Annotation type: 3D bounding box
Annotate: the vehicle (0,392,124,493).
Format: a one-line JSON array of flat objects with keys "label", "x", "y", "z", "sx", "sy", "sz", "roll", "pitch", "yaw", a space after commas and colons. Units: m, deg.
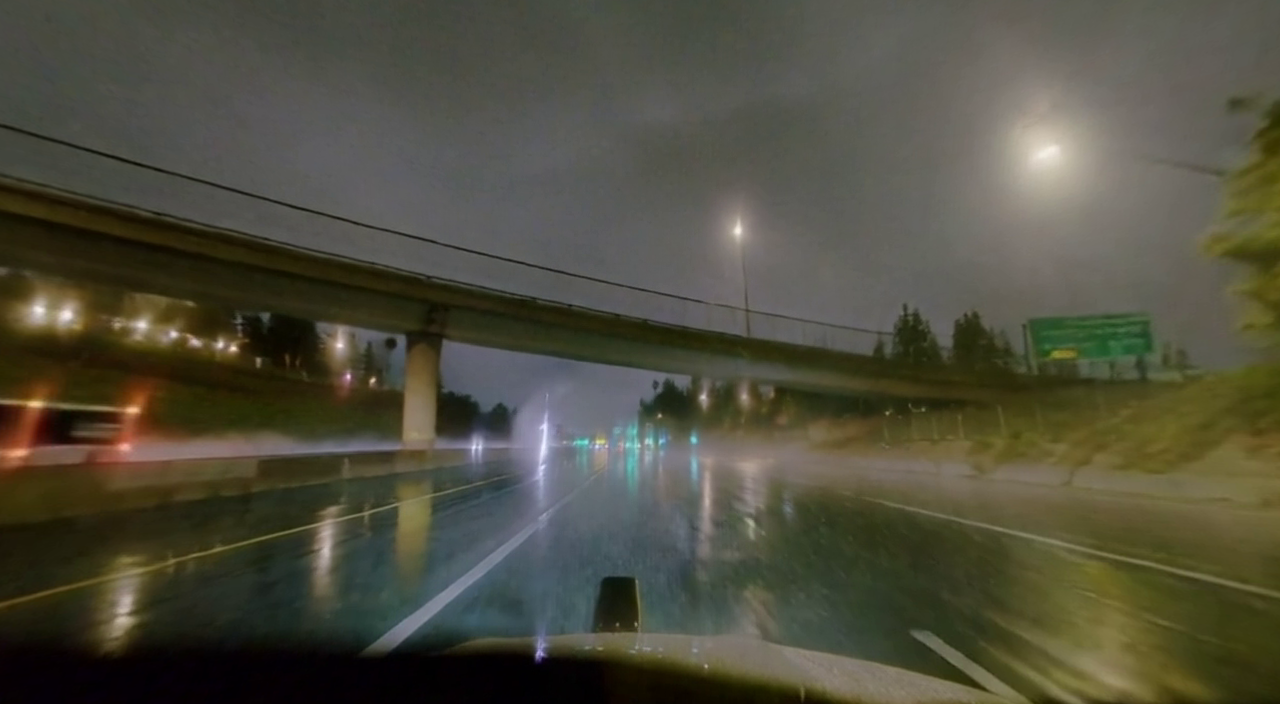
[{"label": "vehicle", "x": -26.920, "y": 3.496, "z": 24.190, "sx": 3.064, "sy": 3.961, "sz": 13.704, "roll": -1, "pitch": -9, "yaw": -2}]
